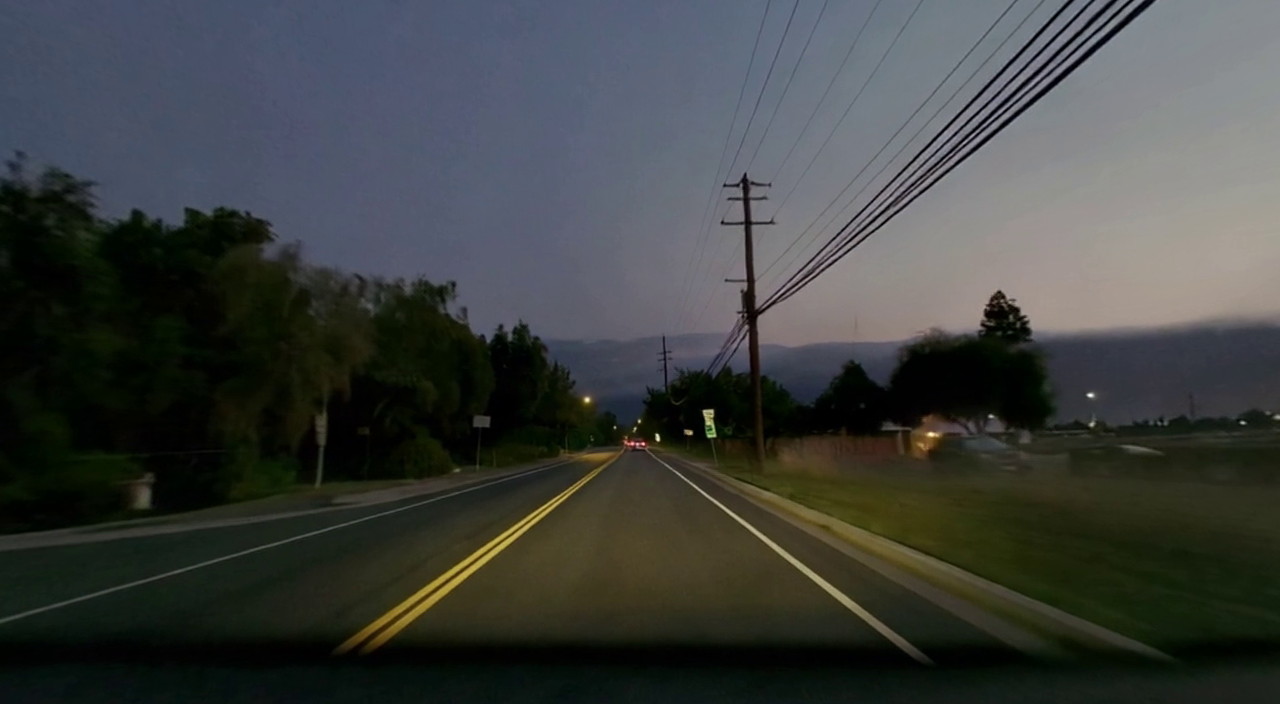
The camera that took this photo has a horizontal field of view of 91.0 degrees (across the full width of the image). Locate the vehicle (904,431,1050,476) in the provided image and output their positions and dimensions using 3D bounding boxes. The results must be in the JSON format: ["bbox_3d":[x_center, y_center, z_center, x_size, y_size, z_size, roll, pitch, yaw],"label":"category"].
[{"bbox_3d":[15.914,4.832,30.037,5.494,2.011,2.421,-1,-9,5],"label":"vehicle"}]

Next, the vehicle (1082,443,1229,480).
[{"bbox_3d":[21.801,4.630,26.794,4.438,1.499,1.909,-1,-9,3],"label":"vehicle"}]
